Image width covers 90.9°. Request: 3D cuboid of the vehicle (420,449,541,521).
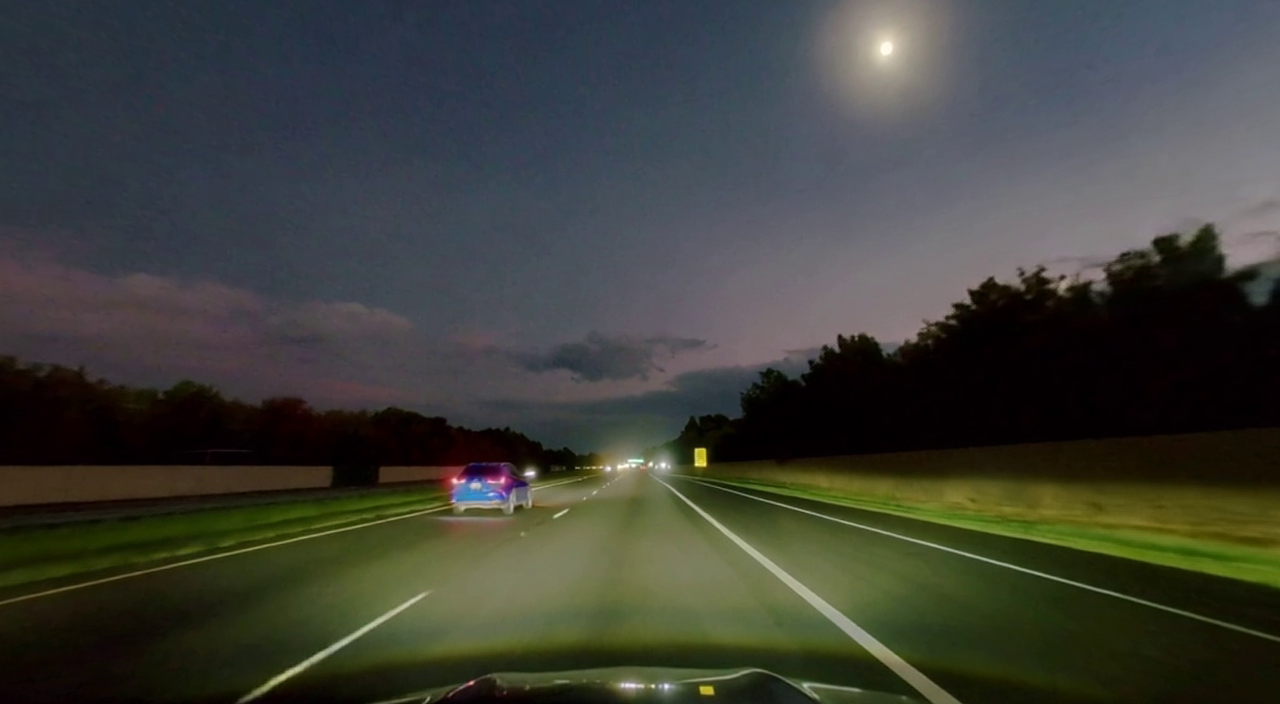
[{"bbox_3d":[-4.005,3.463,16.770,1.928,1.593,4.871,1,-10,0],"label":"vehicle"}]
